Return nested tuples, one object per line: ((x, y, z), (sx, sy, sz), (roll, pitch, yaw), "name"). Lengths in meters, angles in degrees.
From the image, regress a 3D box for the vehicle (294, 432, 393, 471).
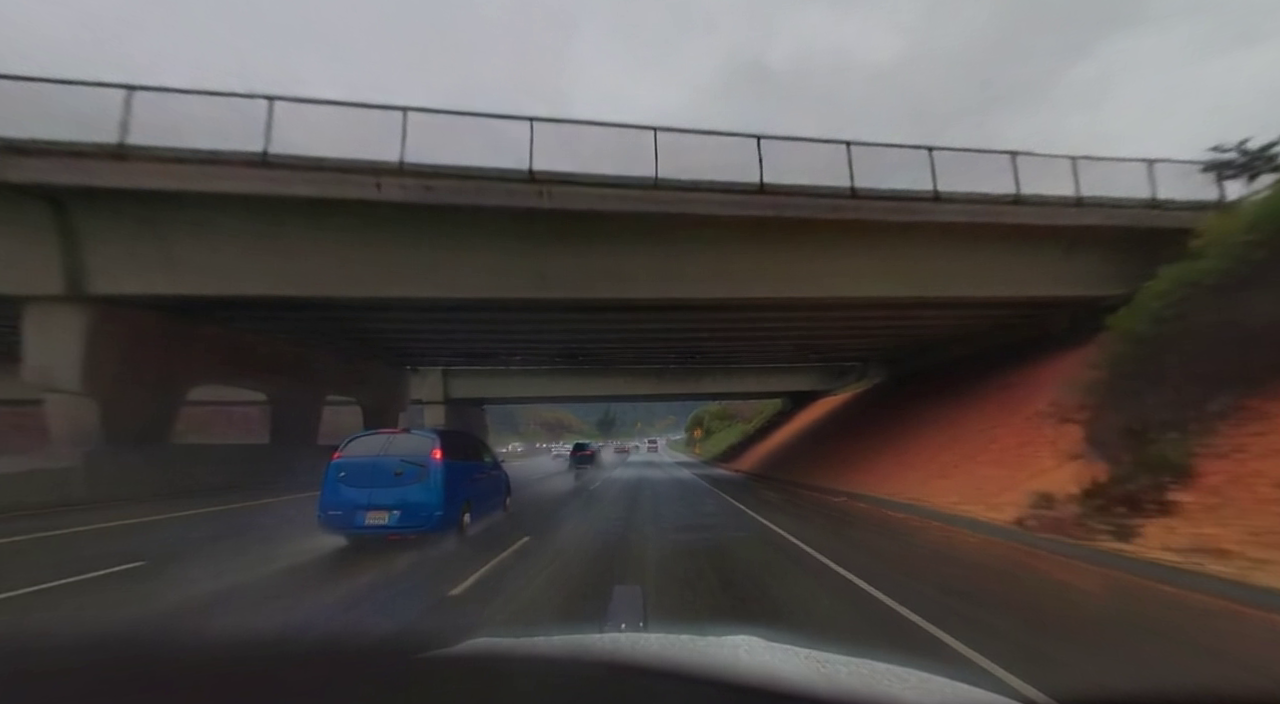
((-15.910, 5.379, 34.383), (2.291, 1.899, 6.339), (0, -8, 1), "vehicle")

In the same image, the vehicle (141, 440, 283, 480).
((-19.893, 5.034, 29.774), (2.477, 1.667, 5.834), (0, -8, 2), "vehicle")
